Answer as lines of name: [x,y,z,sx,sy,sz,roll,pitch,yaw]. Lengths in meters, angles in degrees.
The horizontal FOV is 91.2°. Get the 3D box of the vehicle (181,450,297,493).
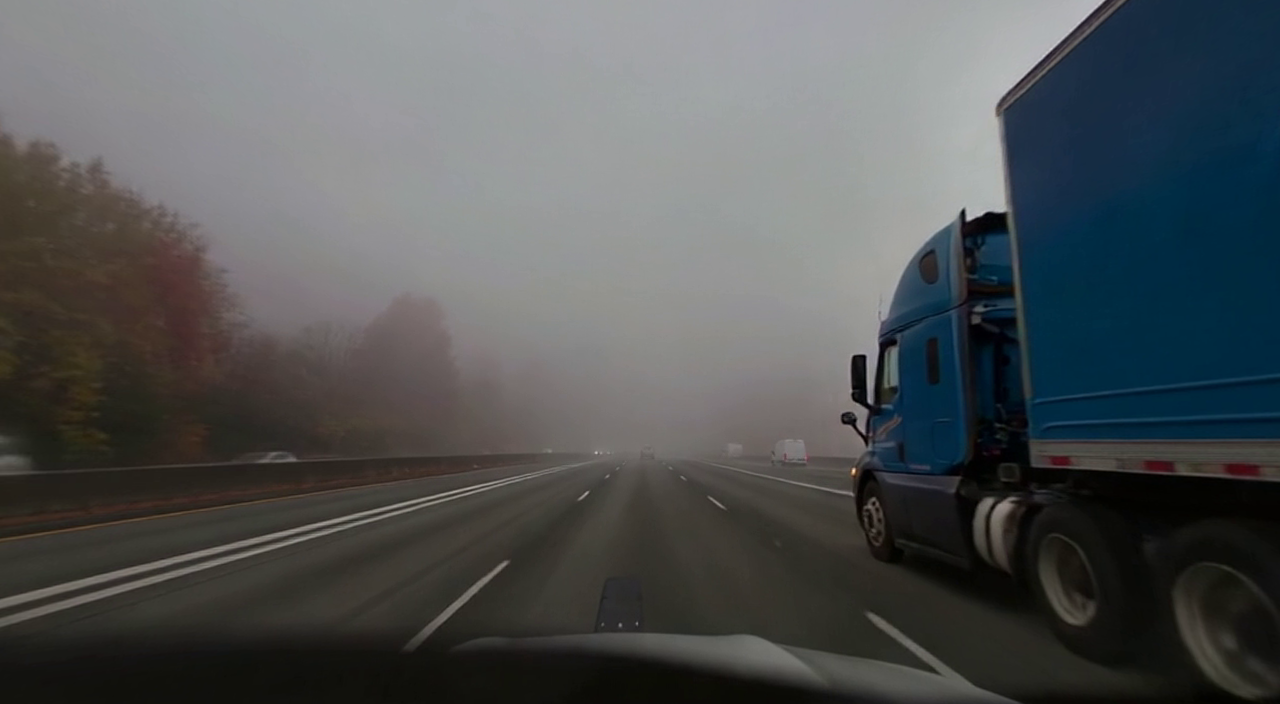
vehicle: [-15.402,4.588,24.344,1.850,1.489,3.955,0,-9,0]
